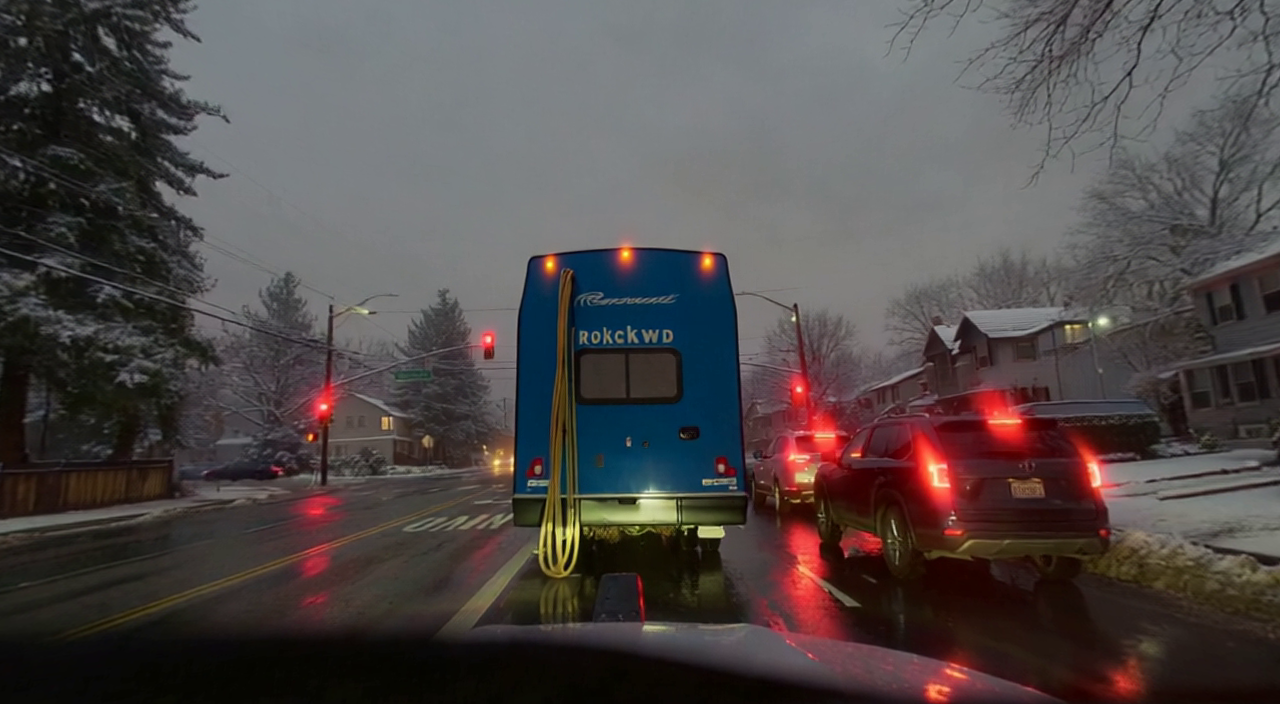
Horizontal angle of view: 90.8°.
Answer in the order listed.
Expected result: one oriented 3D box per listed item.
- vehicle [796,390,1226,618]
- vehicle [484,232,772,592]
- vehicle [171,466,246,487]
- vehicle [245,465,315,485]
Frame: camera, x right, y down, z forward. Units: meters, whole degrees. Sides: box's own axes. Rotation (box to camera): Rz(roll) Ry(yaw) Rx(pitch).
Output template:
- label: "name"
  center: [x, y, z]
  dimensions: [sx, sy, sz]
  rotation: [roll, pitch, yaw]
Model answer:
- label: "vehicle"
  center: [3.406, 1.493, 7.125]
  dimensions: [2.104, 1.735, 4.408]
  rotation: [0, -9, 0]
- label: "vehicle"
  center: [-0.110, 1.123, 10.268]
  dimensions: [2.709, 3.511, 8.213]
  rotation: [0, -9, 0]
- label: "vehicle"
  center: [-32.701, 9.410, 47.952]
  dimensions: [4.311, 1.458, 1.707]
  rotation: [0, -9, -3]
- label: "vehicle"
  center: [-27.405, 9.365, 48.139]
  dimensions: [4.187, 1.445, 1.809]
  rotation: [0, -9, 0]
